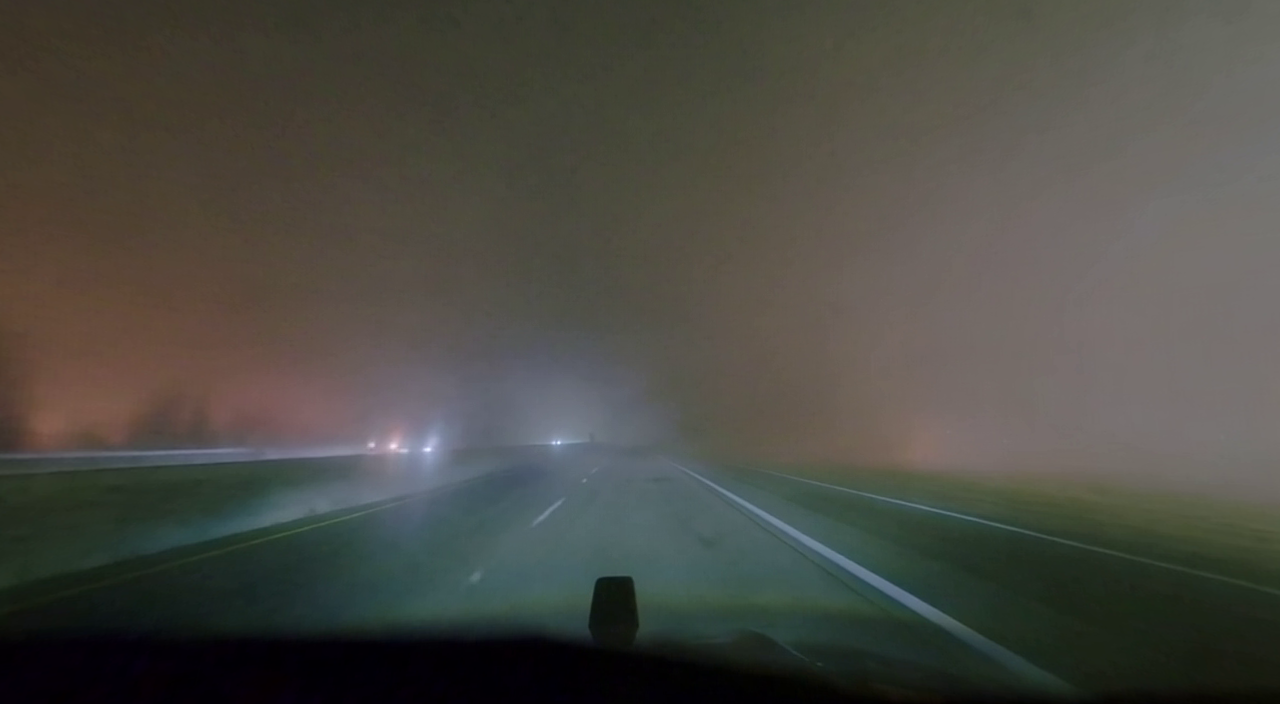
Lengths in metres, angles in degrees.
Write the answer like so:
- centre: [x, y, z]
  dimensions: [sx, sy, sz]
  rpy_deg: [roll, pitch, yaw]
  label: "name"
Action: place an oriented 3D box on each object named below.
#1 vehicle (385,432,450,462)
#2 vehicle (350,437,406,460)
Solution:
- centre: [-12.251, 5.264, 34.951]
  dimensions: [2.048, 1.573, 4.319]
  rpy_deg: [0, -8, -1]
  label: "vehicle"
- centre: [-16.794, 6.206, 40.590]
  dimensions: [1.913, 1.422, 3.972]
  rpy_deg: [0, -8, 0]
  label: "vehicle"
